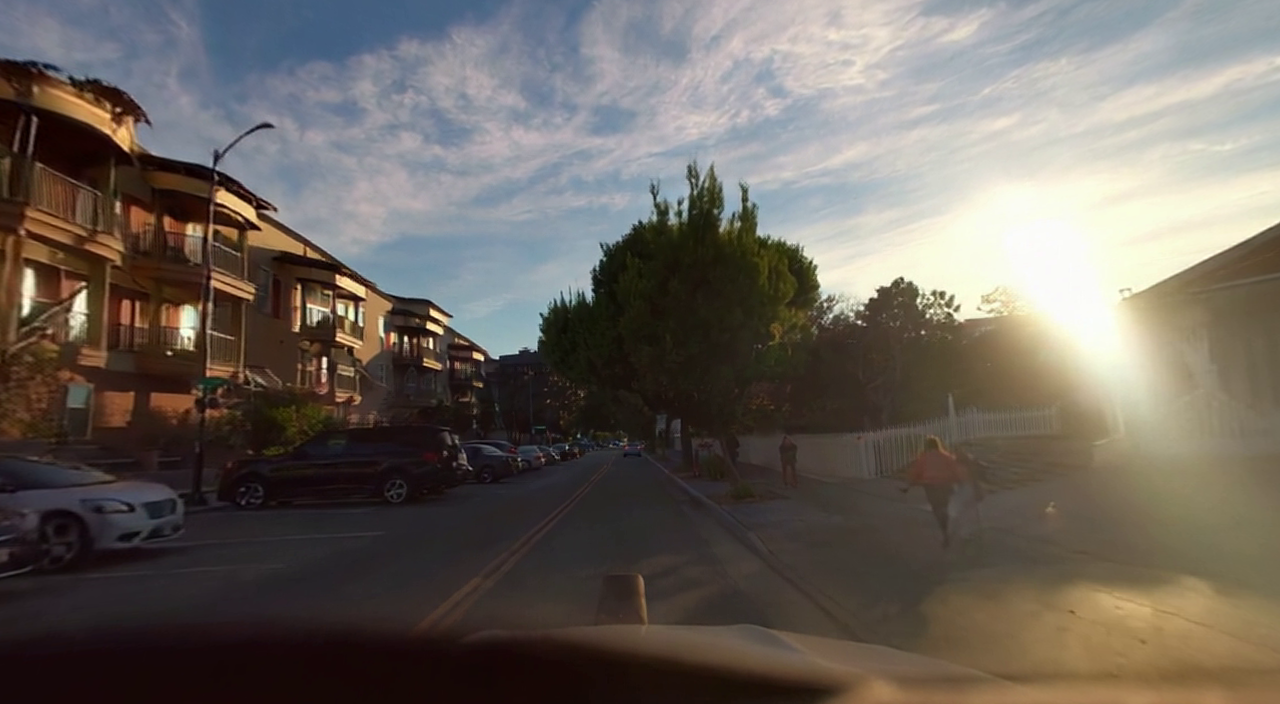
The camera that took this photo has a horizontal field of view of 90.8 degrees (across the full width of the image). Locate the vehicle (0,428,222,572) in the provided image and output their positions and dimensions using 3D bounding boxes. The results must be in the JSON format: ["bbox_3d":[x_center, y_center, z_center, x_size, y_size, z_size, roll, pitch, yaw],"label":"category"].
[{"bbox_3d":[-8.077,1.798,8.054,4.065,1.599,1.890,0,-8,-3],"label":"vehicle"}]

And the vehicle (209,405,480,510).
[{"bbox_3d":[-7.227,2.656,16.113,5.592,2.439,2.515,0,-9,-1],"label":"vehicle"}]
